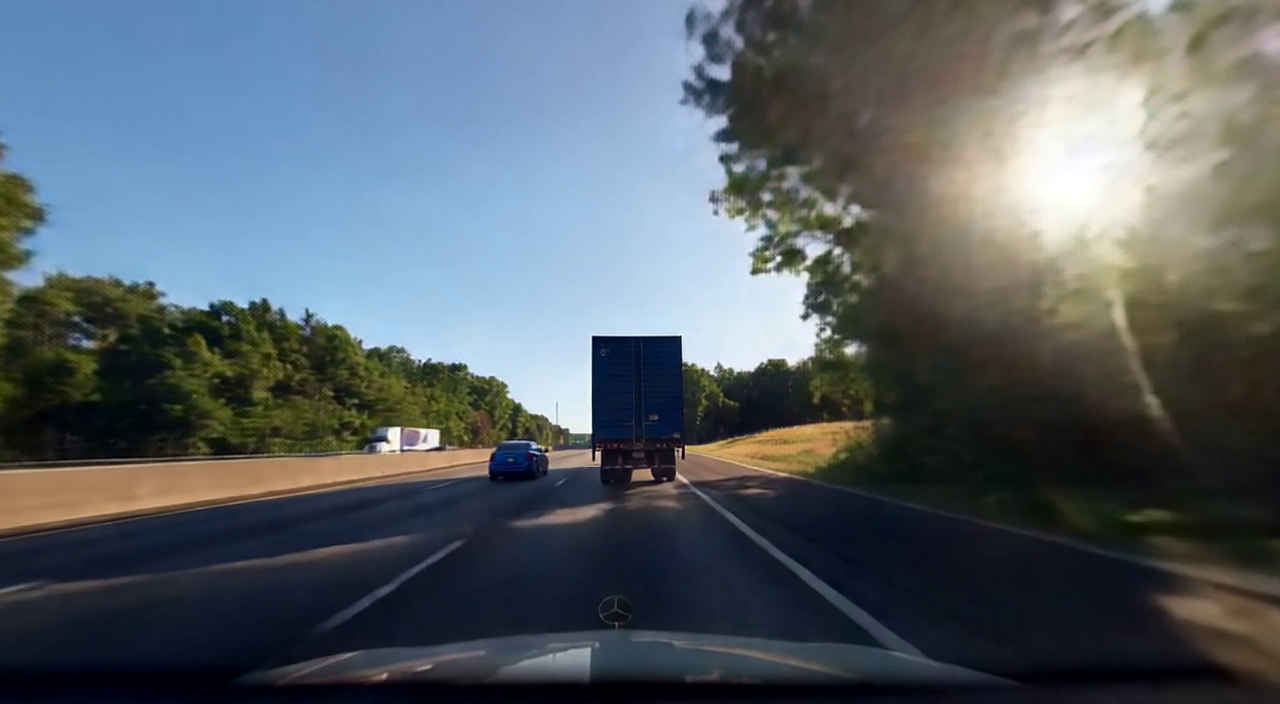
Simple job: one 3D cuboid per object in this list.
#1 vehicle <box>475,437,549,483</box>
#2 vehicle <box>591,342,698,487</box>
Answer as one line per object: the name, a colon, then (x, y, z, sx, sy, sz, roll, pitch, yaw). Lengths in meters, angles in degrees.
vehicle: (-4.608, 3.935, 23.288, 1.854, 1.530, 4.268, 0, -8, 0)
vehicle: (-0.007, 2.532, 23.594, 3.073, 4.196, 10.546, 0, -8, -1)
